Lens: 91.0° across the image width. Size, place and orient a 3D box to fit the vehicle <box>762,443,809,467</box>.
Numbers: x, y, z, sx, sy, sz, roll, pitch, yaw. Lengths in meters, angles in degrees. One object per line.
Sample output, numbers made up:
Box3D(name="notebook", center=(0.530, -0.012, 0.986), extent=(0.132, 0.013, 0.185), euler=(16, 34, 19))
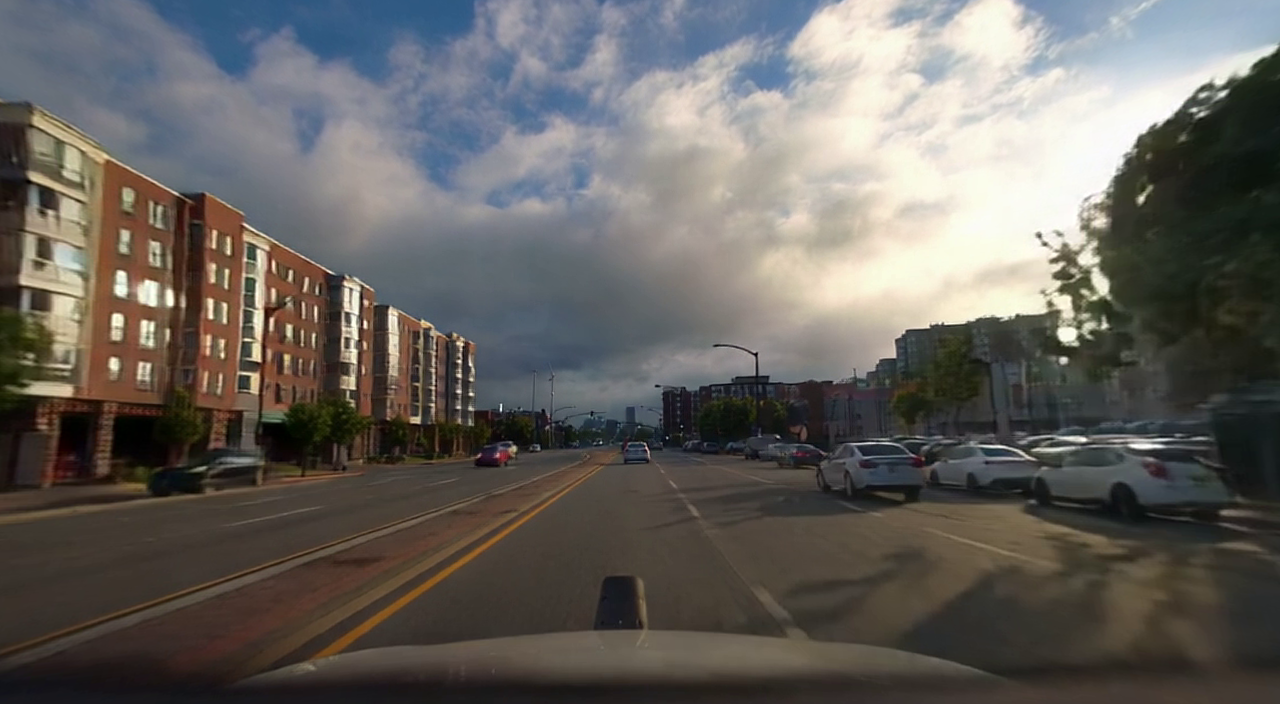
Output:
Box3D(name="vehicle", center=(9.938, 7.066, 43.300), extent=(2.089, 1.508, 4.323), euler=(0, -9, -2))

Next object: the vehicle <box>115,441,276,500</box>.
Box3D(name="vehicle", center=(-15.147, 4.029, 21.895), extent=(2.096, 1.796, 4.825), euler=(0, -8, -1))

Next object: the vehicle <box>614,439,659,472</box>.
Box3D(name="vehicle", center=(-0.173, 5.172, 31.695), extent=(2.106, 1.553, 3.964), euler=(0, -8, 0))

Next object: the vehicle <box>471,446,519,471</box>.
Box3D(name="vehicle", center=(-8.605, 6.347, 37.680), extent=(1.869, 1.419, 4.183), euler=(0, -8, 0))

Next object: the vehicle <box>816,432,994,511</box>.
Box3D(name="vehicle", center=(6.043, 2.778, 15.198), extent=(2.121, 1.557, 4.898), euler=(0, -8, -1))

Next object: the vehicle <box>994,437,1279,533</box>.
Box3D(name="vehicle", center=(9.835, 2.552, 12.831), extent=(2.181, 1.546, 4.845), euler=(0, -9, -3))

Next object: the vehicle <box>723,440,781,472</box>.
Box3D(name="vehicle", center=(5.758, 5.369, 32.789), extent=(2.154, 1.554, 4.149), euler=(0, -8, -2))
